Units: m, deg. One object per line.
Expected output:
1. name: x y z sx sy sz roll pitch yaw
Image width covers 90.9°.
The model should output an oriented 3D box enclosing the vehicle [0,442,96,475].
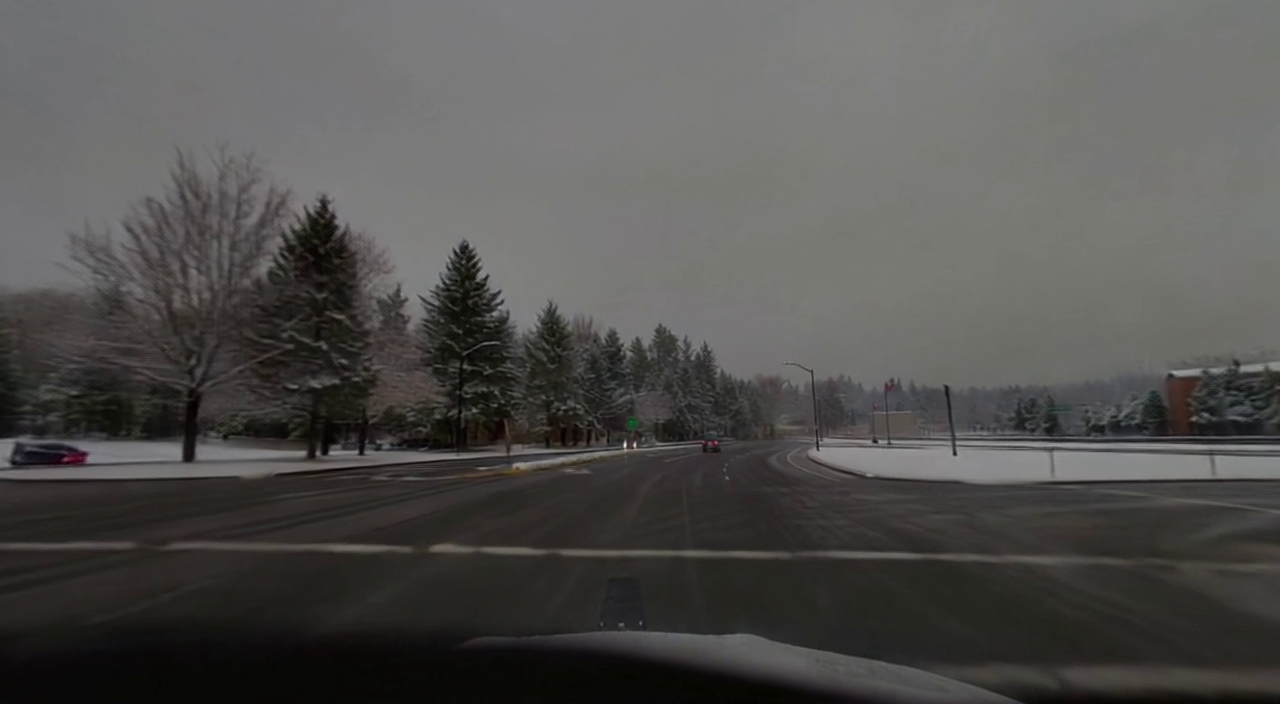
1. vehicle: -33.562 5.927 35.396 4.787 1.709 2.164 -2 -8 16
